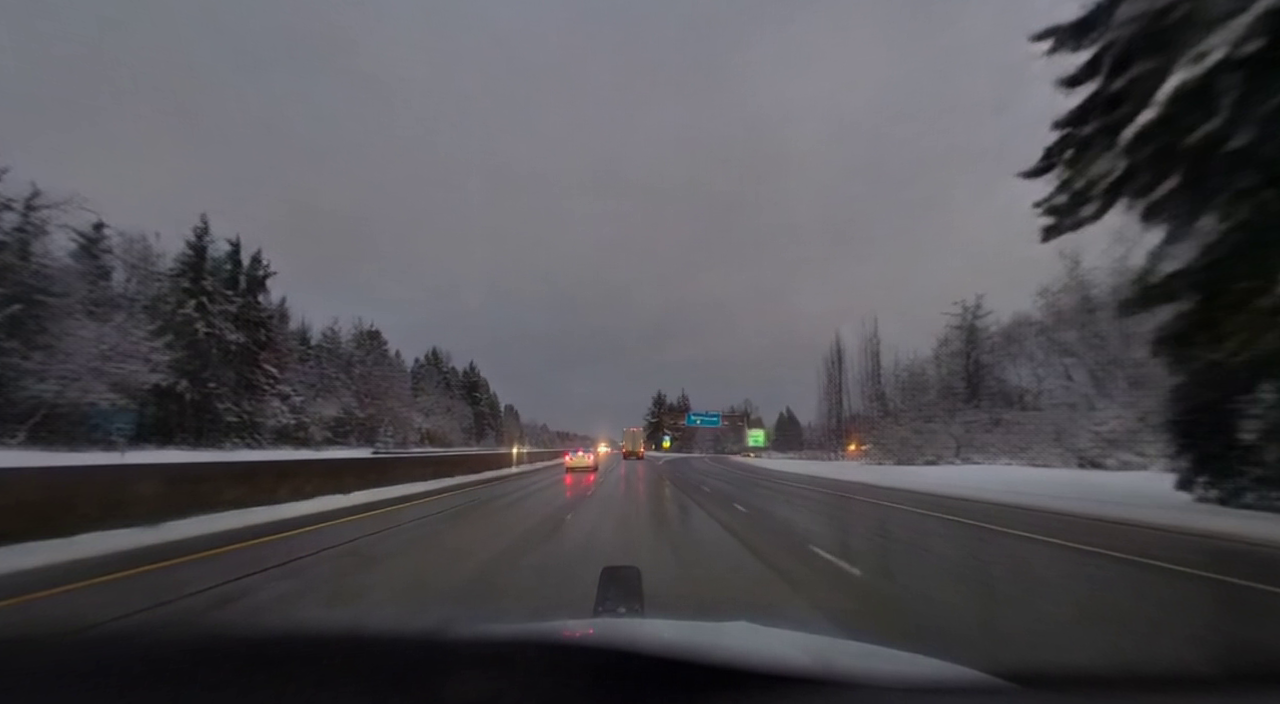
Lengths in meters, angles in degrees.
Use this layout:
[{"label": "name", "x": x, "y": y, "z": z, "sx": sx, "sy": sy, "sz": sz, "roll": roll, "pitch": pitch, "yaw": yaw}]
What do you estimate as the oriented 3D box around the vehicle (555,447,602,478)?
[{"label": "vehicle", "x": -3.242, "y": 5.962, "z": 34.309, "sx": 2.184, "sy": 1.574, "sz": 5.004, "roll": 0, "pitch": -9, "yaw": -1}]
